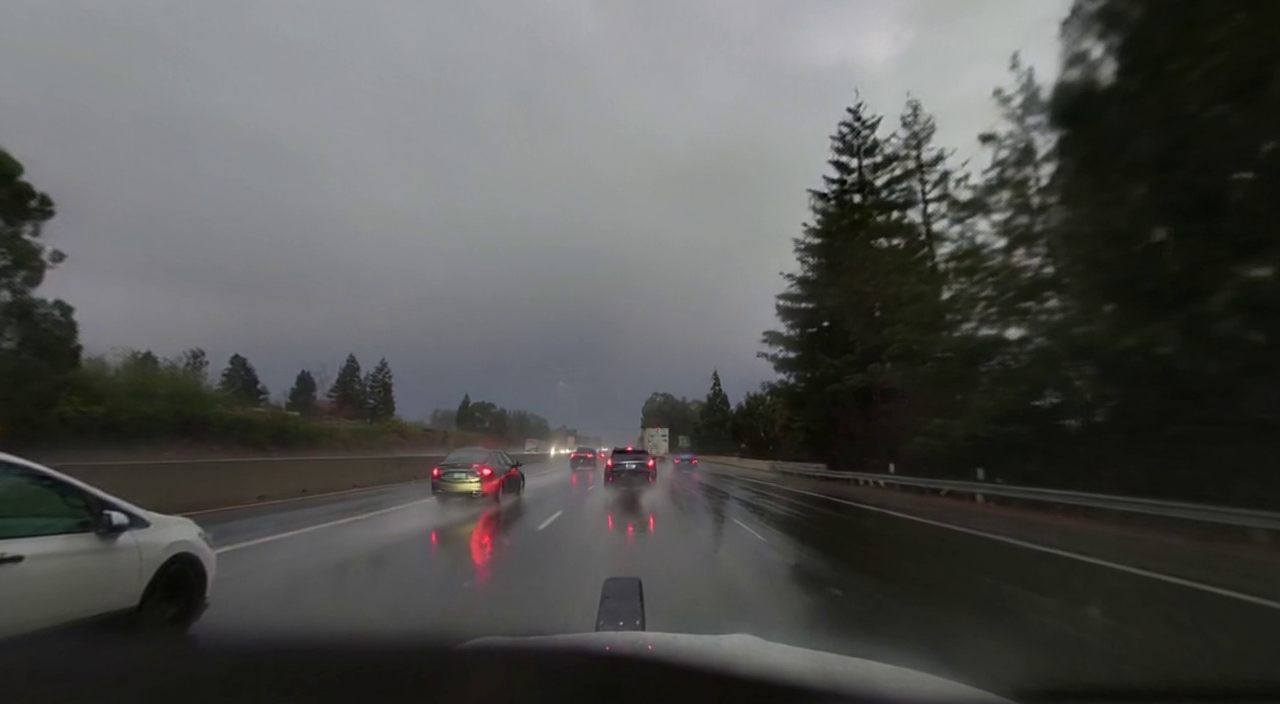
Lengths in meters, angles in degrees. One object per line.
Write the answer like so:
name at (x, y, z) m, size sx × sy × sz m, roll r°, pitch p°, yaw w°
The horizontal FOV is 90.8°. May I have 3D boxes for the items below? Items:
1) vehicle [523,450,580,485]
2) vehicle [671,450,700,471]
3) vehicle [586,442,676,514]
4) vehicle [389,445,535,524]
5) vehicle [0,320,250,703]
vehicle at (-4.026, 5.344, 29.426) m, size 1.999 × 1.484 × 4.269 m, roll 0°, pitch -9°, yaw 1°
vehicle at (3.491, 8.440, 49.209) m, size 1.858 × 1.537 × 3.838 m, roll 0°, pitch -9°, yaw -2°
vehicle at (-0.195, 3.081, 15.761) m, size 1.996 × 1.574 × 3.426 m, roll 0°, pitch -9°, yaw 0°
vehicle at (-3.790, 2.906, 14.367) m, size 1.988 × 1.501 × 4.438 m, roll 0°, pitch -9°, yaw 0°
vehicle at (-3.953, 0.681, 1.954) m, size 2.243 × 1.889 × 4.949 m, roll 0°, pitch -9°, yaw 1°
